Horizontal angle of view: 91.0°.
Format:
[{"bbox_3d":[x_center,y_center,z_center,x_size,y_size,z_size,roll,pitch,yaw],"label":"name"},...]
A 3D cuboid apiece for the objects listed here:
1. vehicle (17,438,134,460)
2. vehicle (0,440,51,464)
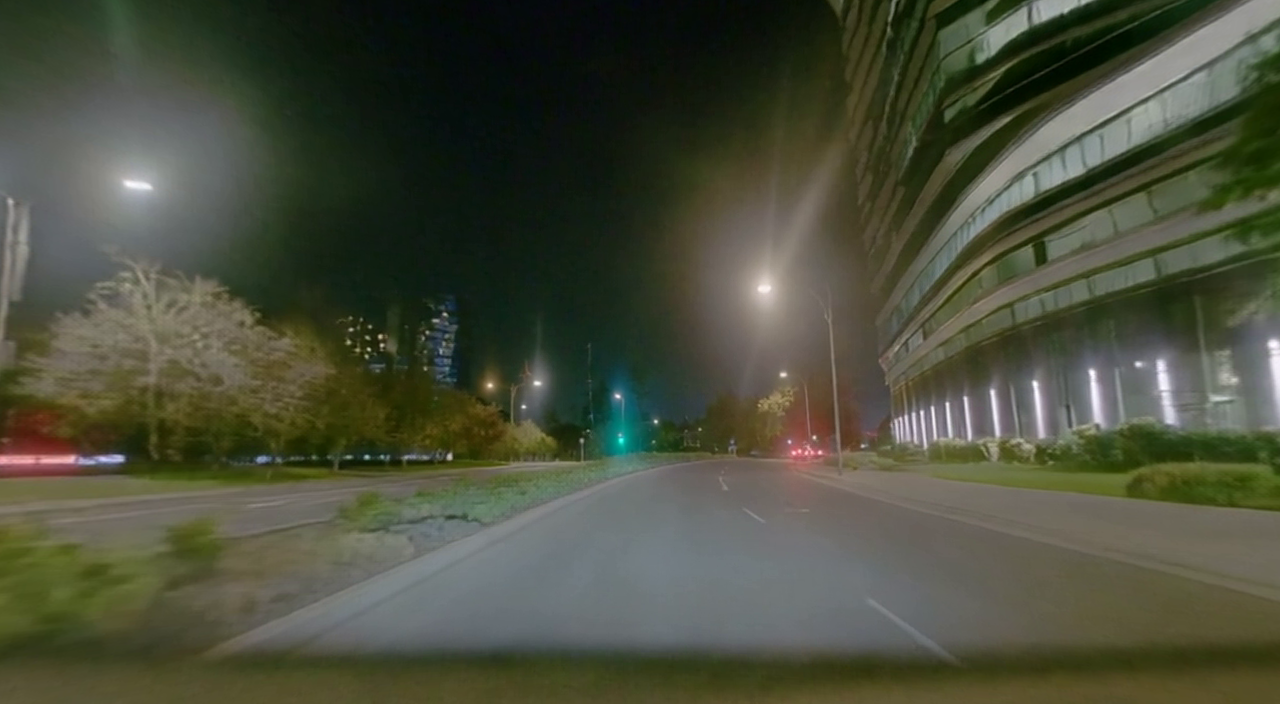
[{"bbox_3d":[-42.963,7.362,48.022,6.548,1.284,2.581,-3,-7,0],"label":"vehicle"},{"bbox_3d":[-43.126,6.803,42.756,4.097,1.583,1.995,0,-9,-1],"label":"vehicle"}]
